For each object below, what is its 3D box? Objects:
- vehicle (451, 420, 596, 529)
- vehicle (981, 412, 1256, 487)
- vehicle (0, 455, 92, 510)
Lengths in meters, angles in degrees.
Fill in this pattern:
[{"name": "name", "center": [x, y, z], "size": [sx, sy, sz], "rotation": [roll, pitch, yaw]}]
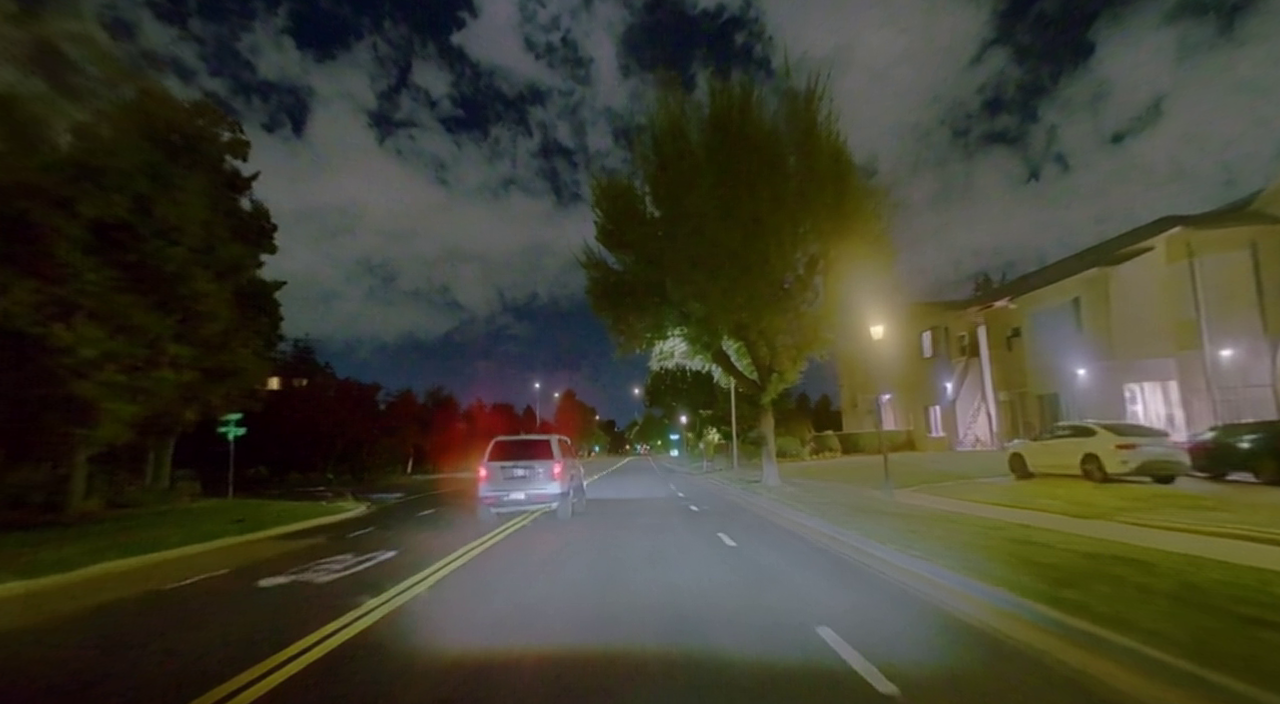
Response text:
[{"name": "vehicle", "center": [-2.359, 2.657, 14.272], "size": [2.210, 2.023, 4.663], "rotation": [0, -9, 2]}, {"name": "vehicle", "center": [9.449, 2.008, 13.136], "size": [1.922, 1.263, 4.664], "rotation": [1, -9, -3]}, {"name": "vehicle", "center": [-22.267, 4.538, 22.116], "size": [4.177, 1.792, 2.166], "rotation": [5, -10, -31]}]
